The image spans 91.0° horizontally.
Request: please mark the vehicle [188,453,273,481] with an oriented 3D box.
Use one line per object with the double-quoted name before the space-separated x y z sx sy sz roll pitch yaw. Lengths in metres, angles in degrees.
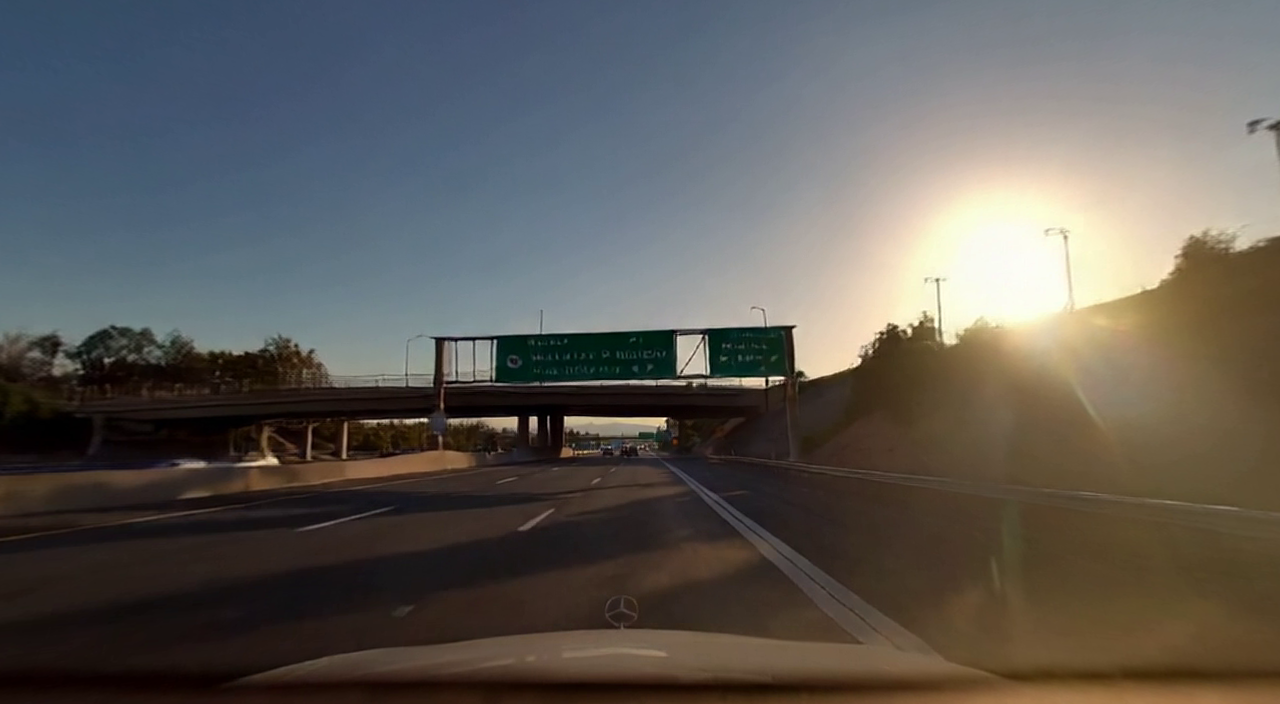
"vehicle" -24.121 6.796 37.336 1.977 1.516 4.391 0 -9 2
